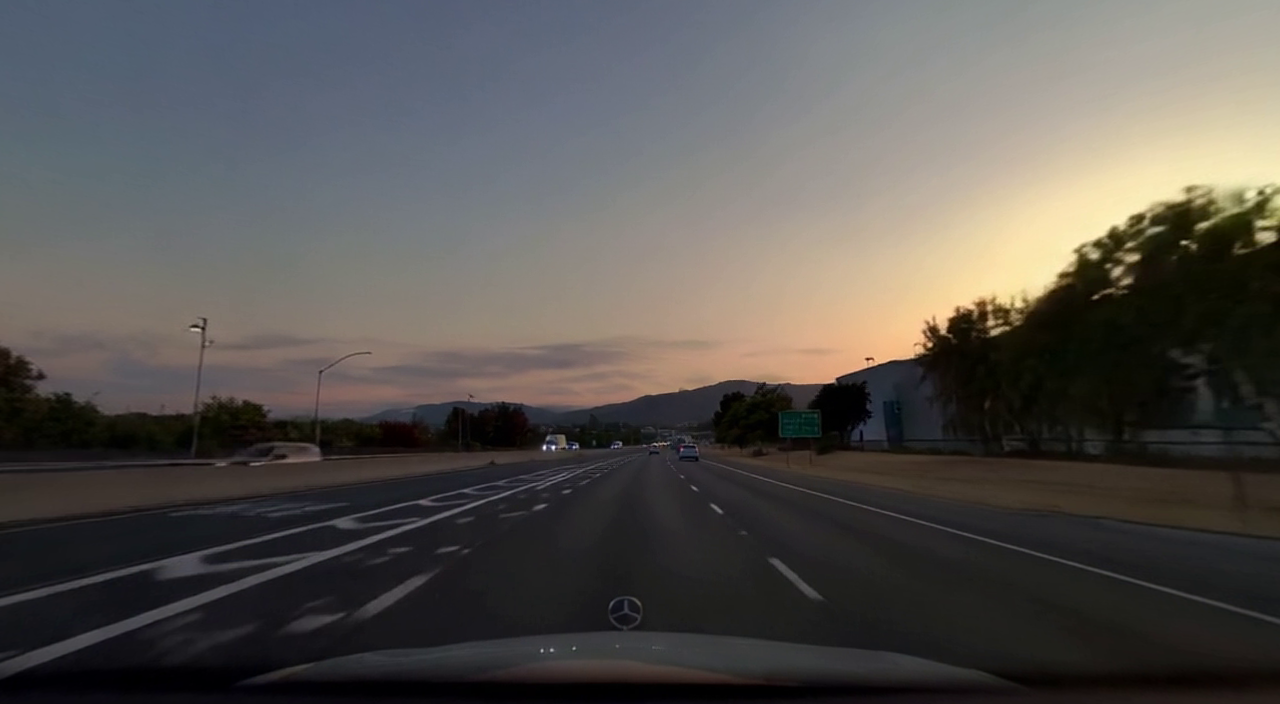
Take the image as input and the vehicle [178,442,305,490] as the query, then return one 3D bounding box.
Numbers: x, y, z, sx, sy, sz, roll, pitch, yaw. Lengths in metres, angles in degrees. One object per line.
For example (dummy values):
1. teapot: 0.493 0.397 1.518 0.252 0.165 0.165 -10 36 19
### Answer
1. vehicle: -15.967 4.556 25.644 1.991 1.734 4.735 0 -8 1
